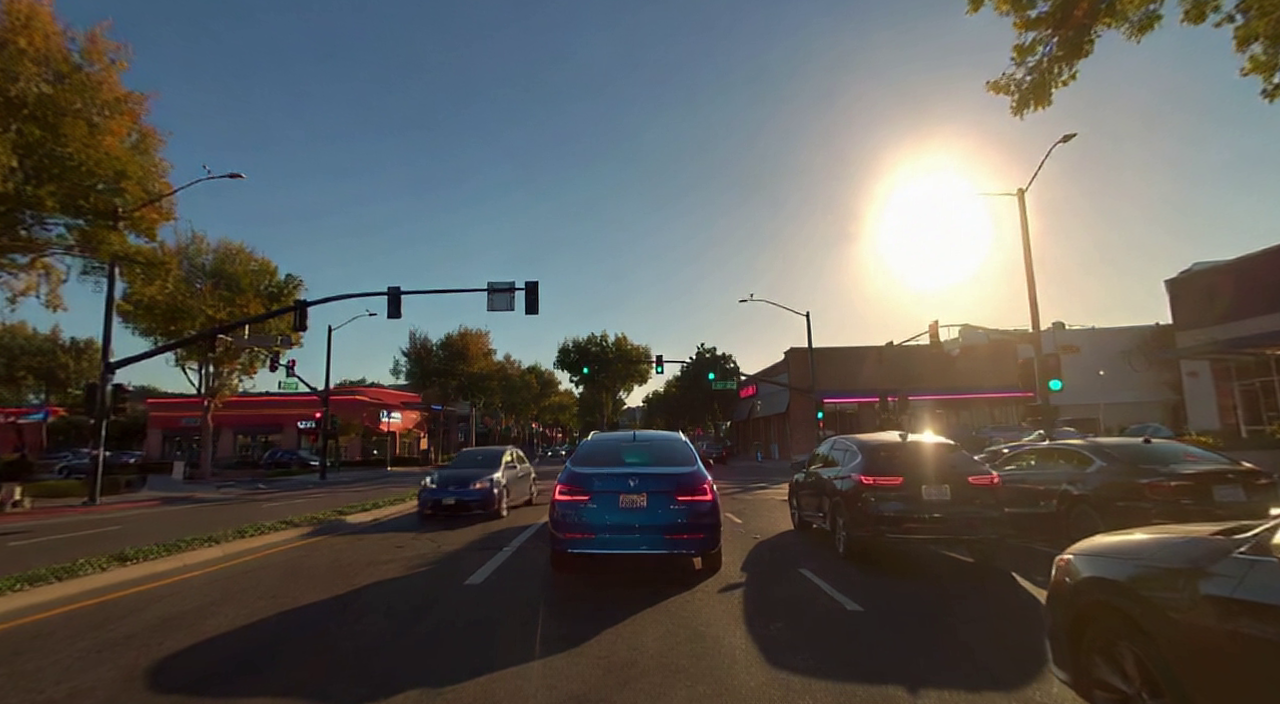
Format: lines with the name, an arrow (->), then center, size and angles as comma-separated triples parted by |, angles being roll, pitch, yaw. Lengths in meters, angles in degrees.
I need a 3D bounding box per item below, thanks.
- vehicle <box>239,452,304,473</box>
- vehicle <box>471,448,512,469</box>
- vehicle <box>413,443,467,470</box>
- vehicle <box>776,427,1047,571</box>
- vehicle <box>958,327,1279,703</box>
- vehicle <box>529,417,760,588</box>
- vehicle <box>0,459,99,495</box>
vehicle -> -28.572, 8.583, 49.153 | 4.205, 1.541, 1.780 | 4, -10, -28
vehicle -> -11.249, 8.065, 48.199 | 2.099, 1.478, 4.411 | 0, -9, 0
vehicle -> -15.074, 7.937, 47.997 | 2.395, 1.903, 4.860 | -1, -9, 1
vehicle -> 3.328, 1.867, 8.824 | 1.865, 1.496, 4.170 | 0, -9, -1
vehicle -> 2.990, 0.713, 1.620 | 2.075, 1.661, 4.401 | 0, -9, 1
vehicle -> 0.018, 1.700, 7.864 | 2.154, 1.577, 3.723 | 0, -9, -1
vehicle -> -27.197, 5.541, 28.087 | 4.285, 1.427, 1.883 | 3, -9, -23
